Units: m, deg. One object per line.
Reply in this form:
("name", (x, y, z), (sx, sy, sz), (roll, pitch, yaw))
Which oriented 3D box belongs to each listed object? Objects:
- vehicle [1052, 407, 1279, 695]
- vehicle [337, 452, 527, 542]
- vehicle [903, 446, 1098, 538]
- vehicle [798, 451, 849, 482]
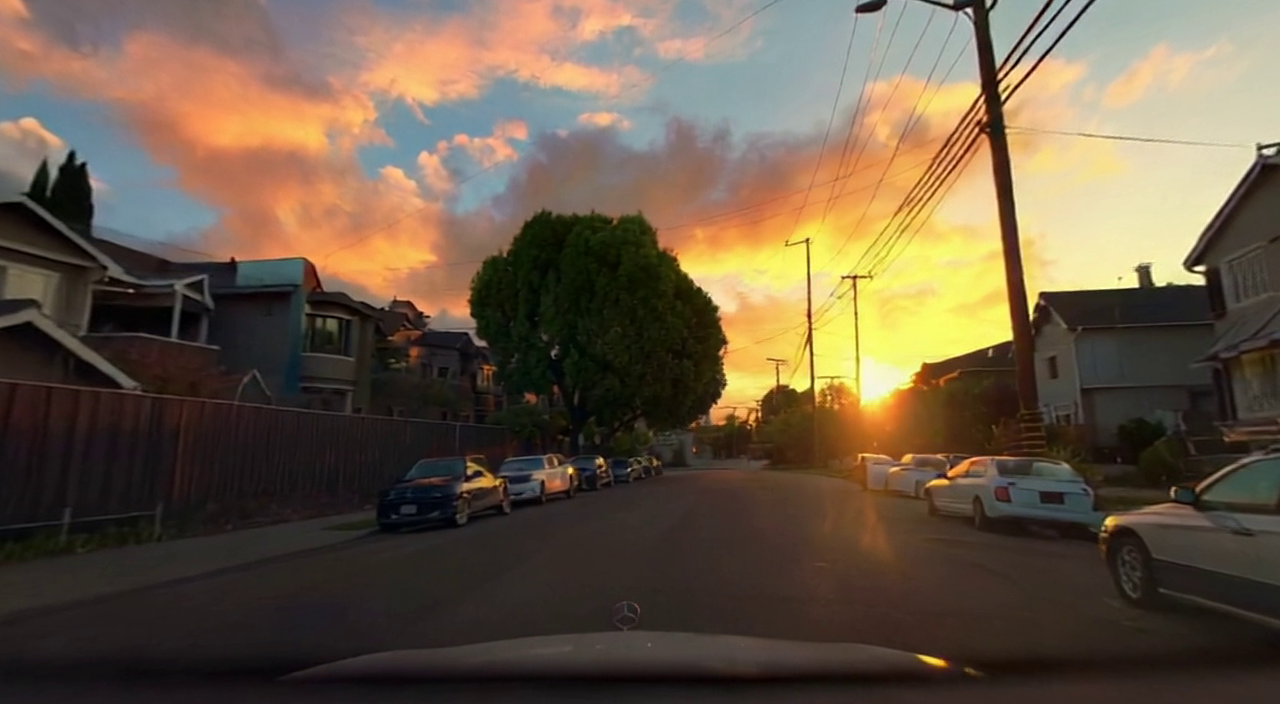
("vehicle", (4.971, 1.167, 3.723), (2.439, 1.670, 4.631), (-2, -9, 8))
("vehicle", (-4.030, 2.880, 13.310), (1.930, 1.478, 4.731), (-2, -9, 7))
("vehicle", (6.646, 2.572, 12.272), (1.887, 1.435, 4.161), (-2, -9, 9))
("vehicle", (9.734, 6.111, 33.874), (1.979, 1.480, 4.500), (-2, -9, 8))
